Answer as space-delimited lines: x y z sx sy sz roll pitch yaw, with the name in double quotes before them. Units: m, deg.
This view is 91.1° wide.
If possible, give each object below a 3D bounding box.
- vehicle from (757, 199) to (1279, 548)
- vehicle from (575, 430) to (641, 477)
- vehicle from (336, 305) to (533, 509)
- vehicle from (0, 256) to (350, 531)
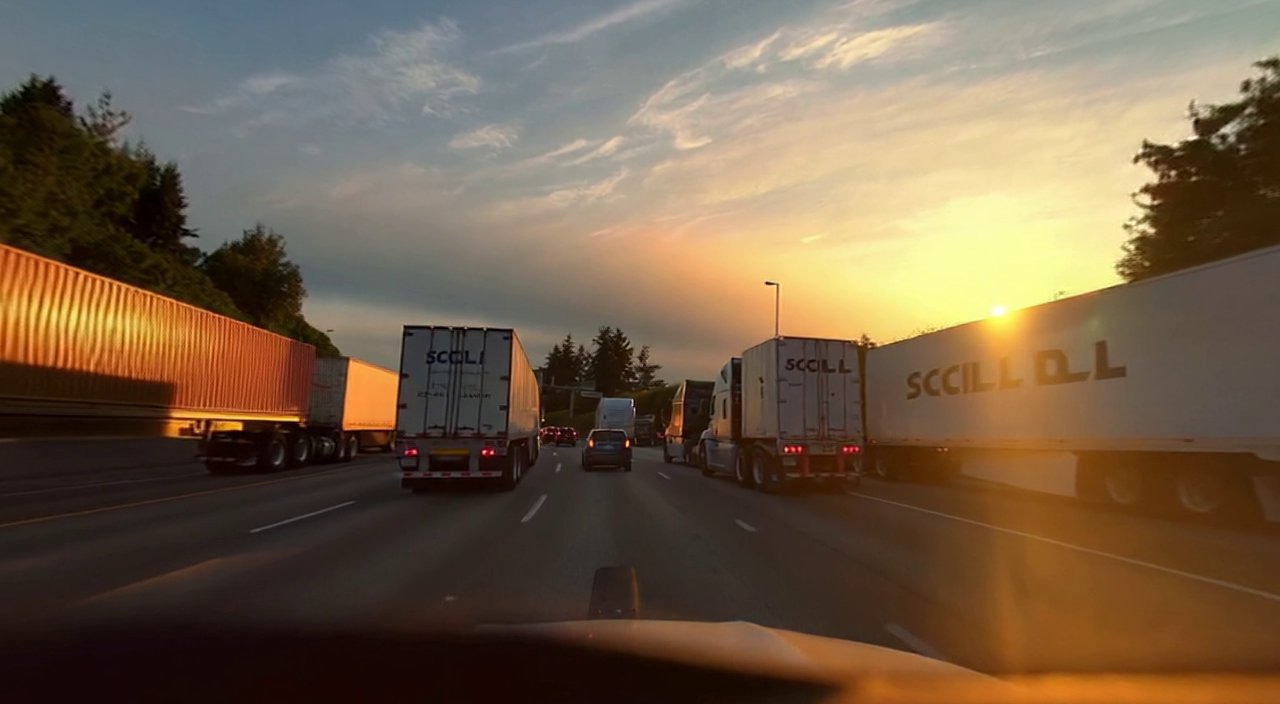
"vehicle" 7.387 0.704 10.938 2.820 4.084 13.786 4 -8 -26
"vehicle" -1.309 3.719 23.449 2.060 1.540 4.374 1 -8 -8
"vehicle" -4.542 1.582 16.156 2.822 3.788 8.799 1 -8 -5
"vehicle" -10.926 0.744 10.386 2.867 4.125 14.026 -2 -8 13
